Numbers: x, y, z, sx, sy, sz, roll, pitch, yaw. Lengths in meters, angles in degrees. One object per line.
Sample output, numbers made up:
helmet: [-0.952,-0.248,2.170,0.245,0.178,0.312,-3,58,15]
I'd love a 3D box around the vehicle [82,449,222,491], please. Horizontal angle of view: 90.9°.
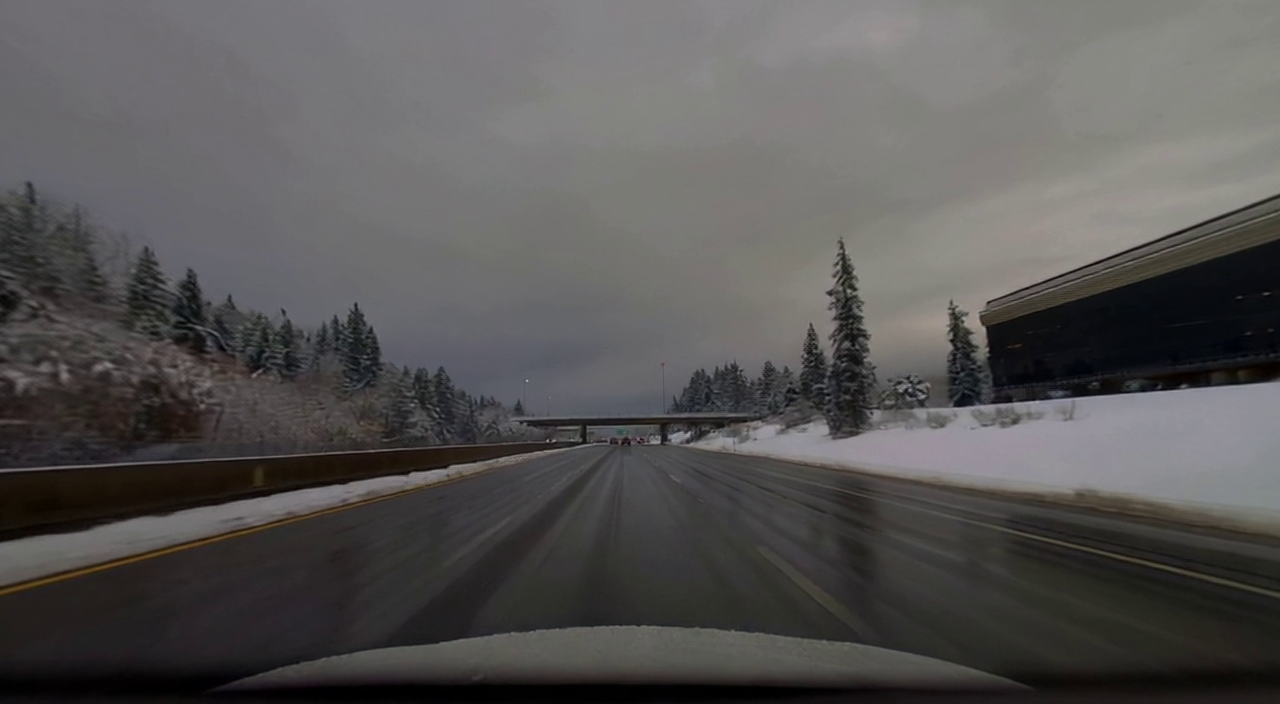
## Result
vehicle: [-20.223,4.869,26.463,2.153,1.522,4.717,0,-8,-1]
